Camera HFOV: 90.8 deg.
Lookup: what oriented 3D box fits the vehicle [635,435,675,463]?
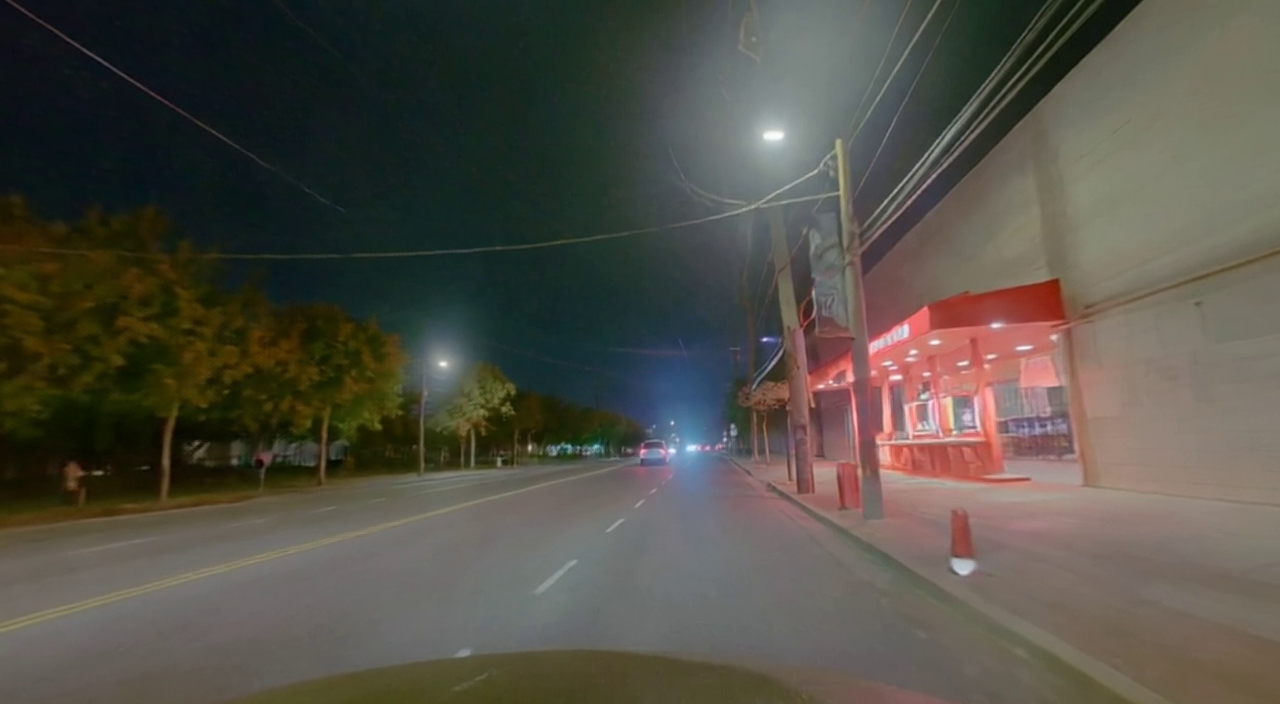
[{"bbox_3d":[1.040,6.385,41.707,2.101,1.721,4.364,-2,-8,8],"label":"vehicle"}]
